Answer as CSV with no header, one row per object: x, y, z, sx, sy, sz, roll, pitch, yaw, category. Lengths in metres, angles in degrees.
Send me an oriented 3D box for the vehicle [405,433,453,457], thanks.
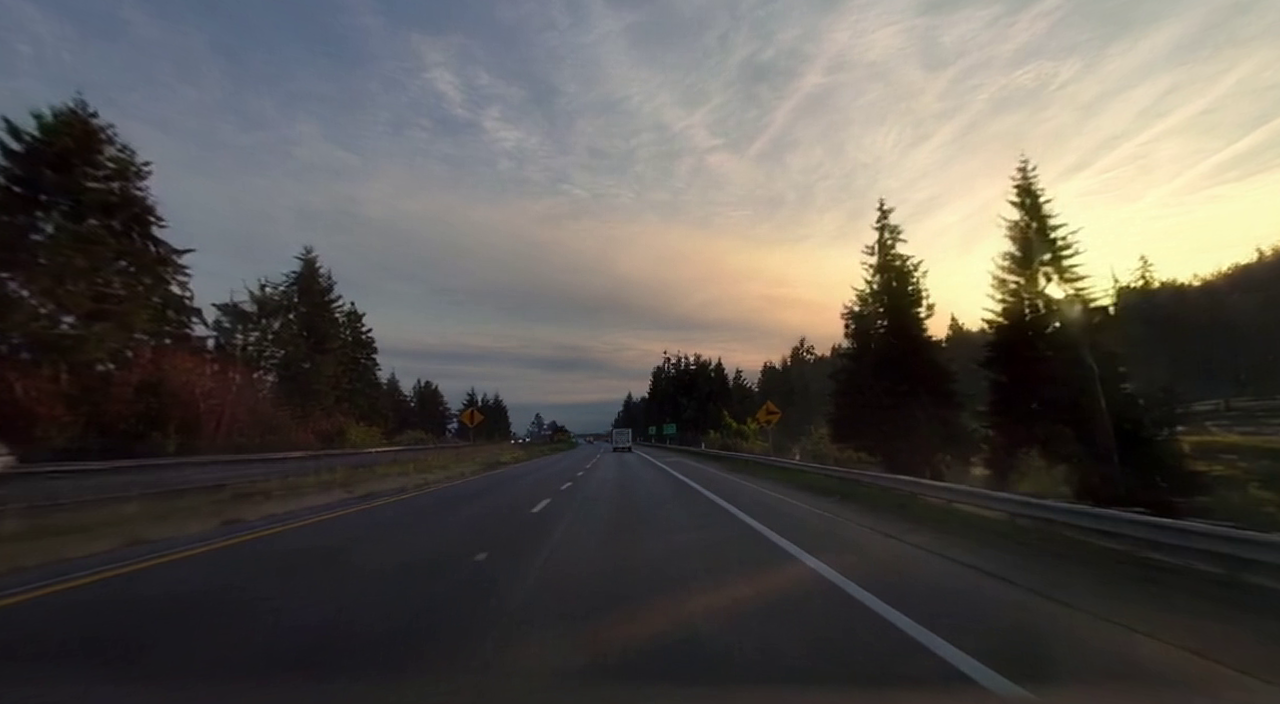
-14.495,6.402,43.548,1.959,1.566,4.102,0,-8,-1,vehicle
